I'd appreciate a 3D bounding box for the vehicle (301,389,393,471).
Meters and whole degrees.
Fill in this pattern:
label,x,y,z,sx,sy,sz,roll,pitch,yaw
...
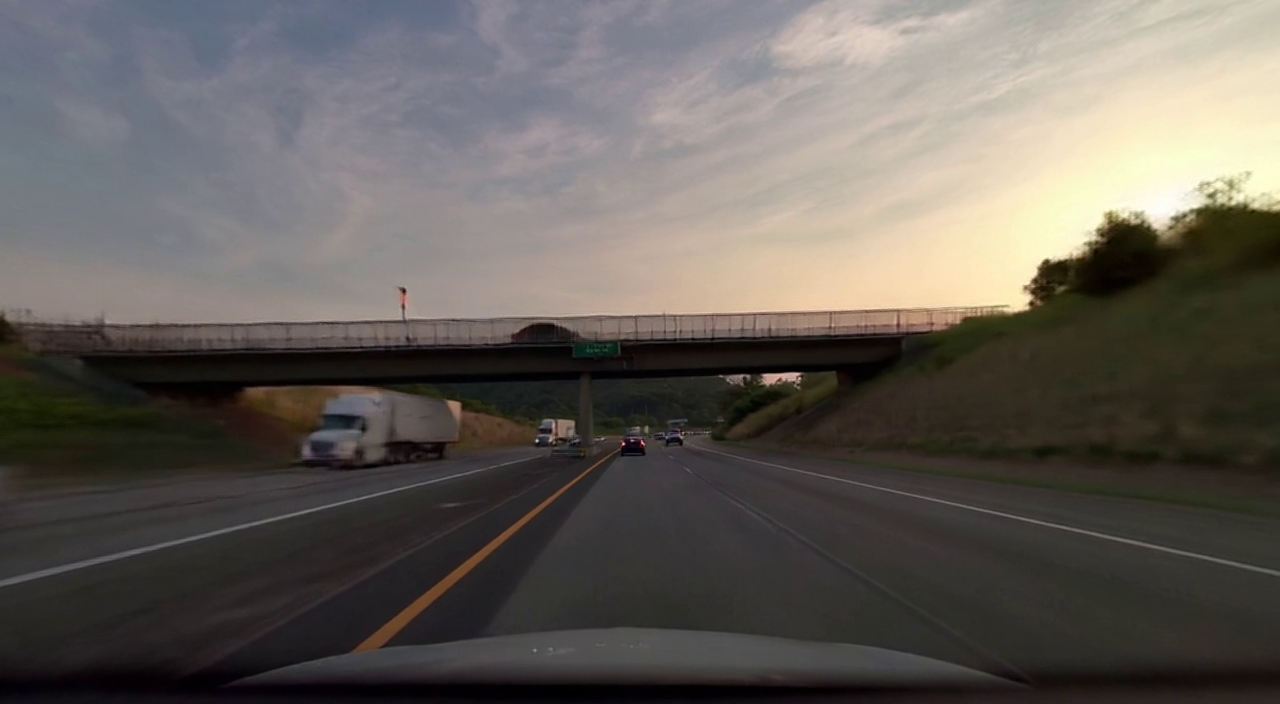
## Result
label,x,y,z,sx,sy,sz,roll,pitch,yaw
vehicle,-14.092,3.780,30.543,3.005,3.782,2.671,0,-8,-1

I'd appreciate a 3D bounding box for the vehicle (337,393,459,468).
label,x,y,z,sx,sy,sz,roll,pitch,yaw
vehicle,-14.178,4.814,38.374,2.764,3.825,11.730,0,-8,0

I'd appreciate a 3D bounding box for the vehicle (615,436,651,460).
label,x,y,z,sx,sy,sz,roll,pitch,yaw
vehicle,-0.436,5.671,37.426,1.996,1.325,4.029,0,-7,-1
